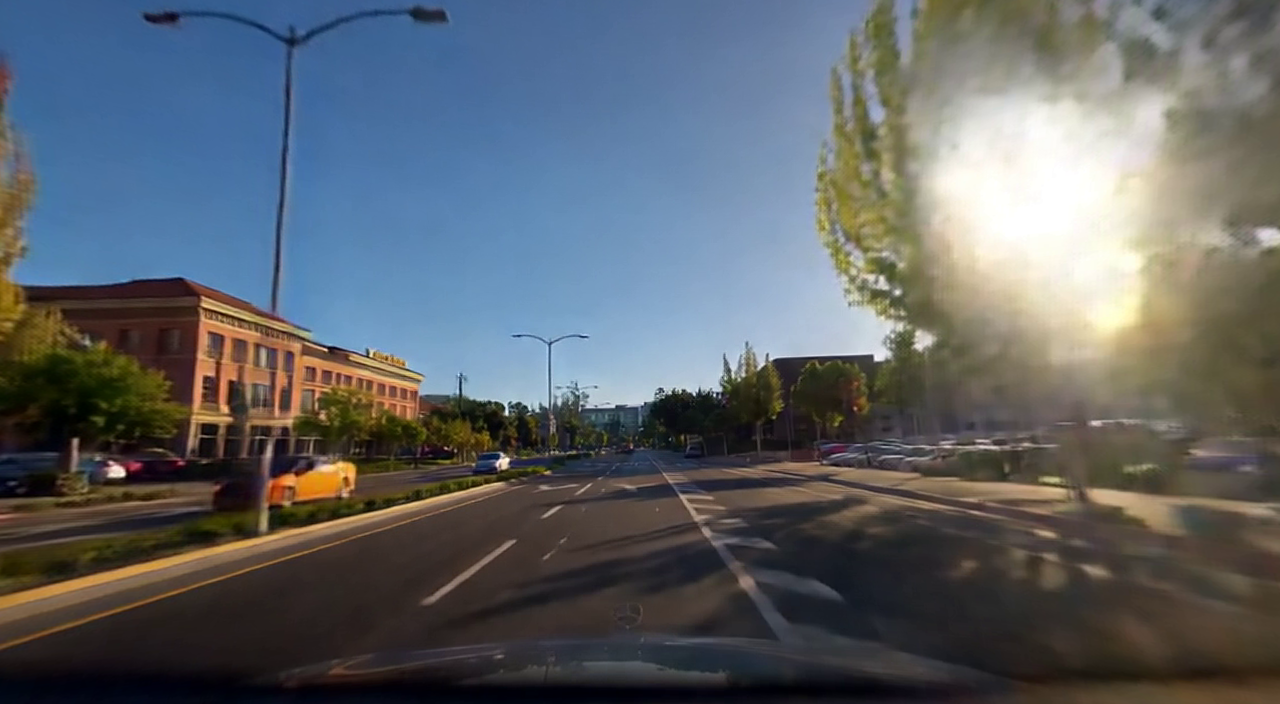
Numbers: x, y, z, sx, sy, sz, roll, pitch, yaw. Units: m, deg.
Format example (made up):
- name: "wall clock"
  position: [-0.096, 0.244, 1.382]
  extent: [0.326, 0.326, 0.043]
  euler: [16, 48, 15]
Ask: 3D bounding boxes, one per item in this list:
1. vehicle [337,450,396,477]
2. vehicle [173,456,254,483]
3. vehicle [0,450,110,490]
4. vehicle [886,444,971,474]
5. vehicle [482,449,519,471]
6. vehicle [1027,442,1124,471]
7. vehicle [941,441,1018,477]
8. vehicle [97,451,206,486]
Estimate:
- name: "vehicle"
  position: [-19.978, 8.147, 46.101]
  extent: [2.218, 1.788, 4.604]
  euler: [0, -9, 0]
- name: "vehicle"
  position: [-30.682, 8.416, 45.305]
  extent: [4.584, 1.790, 1.858]
  euler: [5, -10, -30]
- name: "vehicle"
  position: [-40.845, 8.092, 43.105]
  extent: [6.078, 2.123, 2.373]
  euler: [7, -4, -17]
- name: "vehicle"
  position: [16.758, 6.157, 36.424]
  extent: [4.313, 1.584, 2.282]
  euler: [5, -10, -29]
- name: "vehicle"
  position: [-9.992, 7.760, 45.294]
  extent: [1.880, 1.461, 4.446]
  euler: [0, -9, -3]
- name: "vehicle"
  position: [27.292, 6.567, 39.472]
  extent: [4.478, 1.746, 2.159]
  euler: [0, -8, 1]
- name: "vehicle"
  position: [18.754, 5.848, 34.642]
  extent: [3.754, 1.844, 2.002]
  euler: [5, -10, -32]
- name: "vehicle"
  position: [-29.610, 7.038, 38.093]
  extent: [5.319, 1.985, 2.410]
  euler: [-3, -9, 16]
